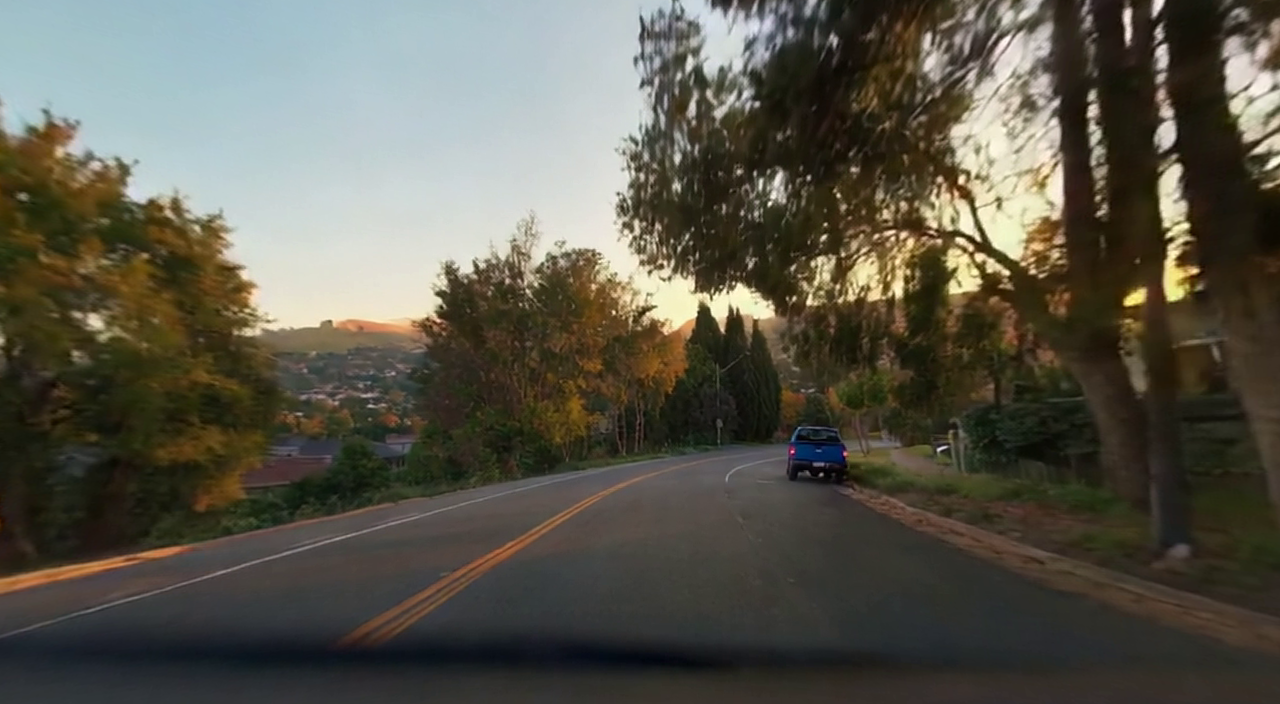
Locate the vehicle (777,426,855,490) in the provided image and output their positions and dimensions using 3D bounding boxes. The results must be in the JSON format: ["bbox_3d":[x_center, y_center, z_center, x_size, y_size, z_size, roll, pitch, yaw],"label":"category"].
[{"bbox_3d":[5.579,3.361,20.439,1.992,1.817,4.467,-1,-8,10],"label":"vehicle"}]
